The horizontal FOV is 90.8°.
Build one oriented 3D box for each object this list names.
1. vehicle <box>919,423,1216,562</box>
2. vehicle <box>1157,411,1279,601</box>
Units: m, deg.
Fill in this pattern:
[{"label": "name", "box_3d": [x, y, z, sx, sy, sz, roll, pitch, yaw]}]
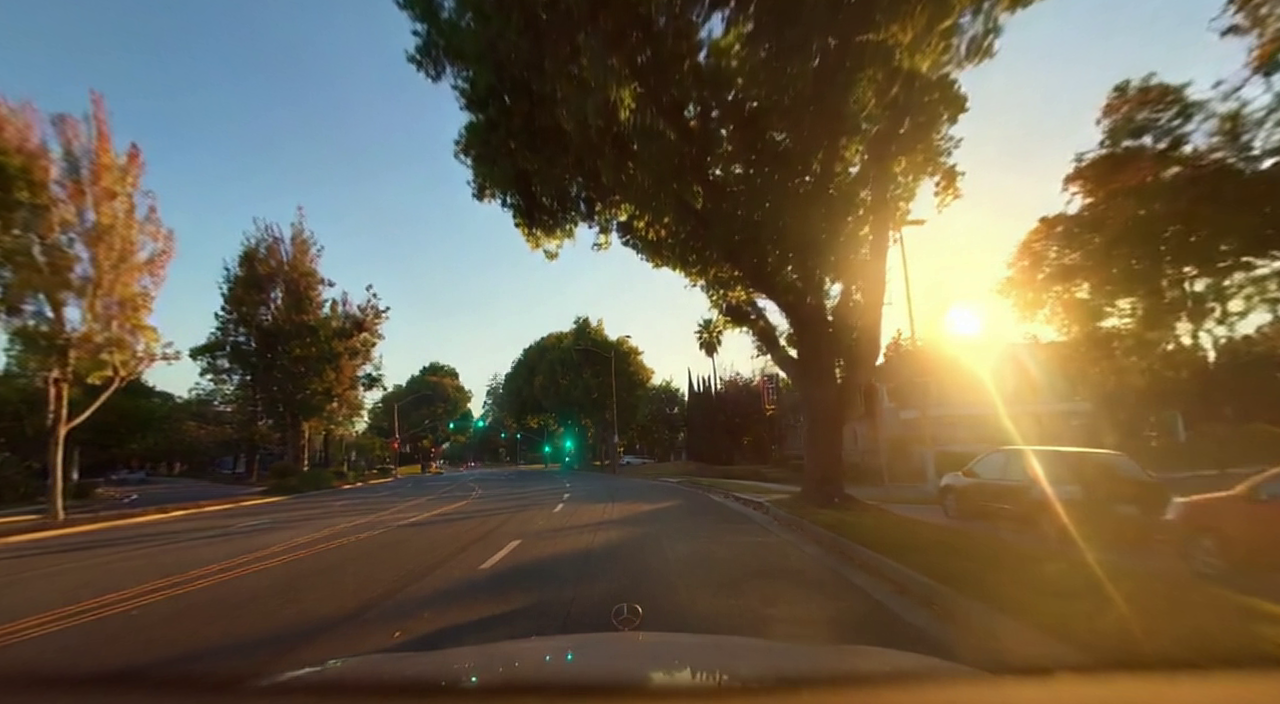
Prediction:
[{"label": "vehicle", "box_3d": [7.697, 2.545, 12.364, 2.456, 2.057, 5.270, -3, -8, 6]}, {"label": "vehicle", "box_3d": [7.560, 1.405, 5.381, 2.193, 1.872, 4.684, -3, -7, -1]}]
